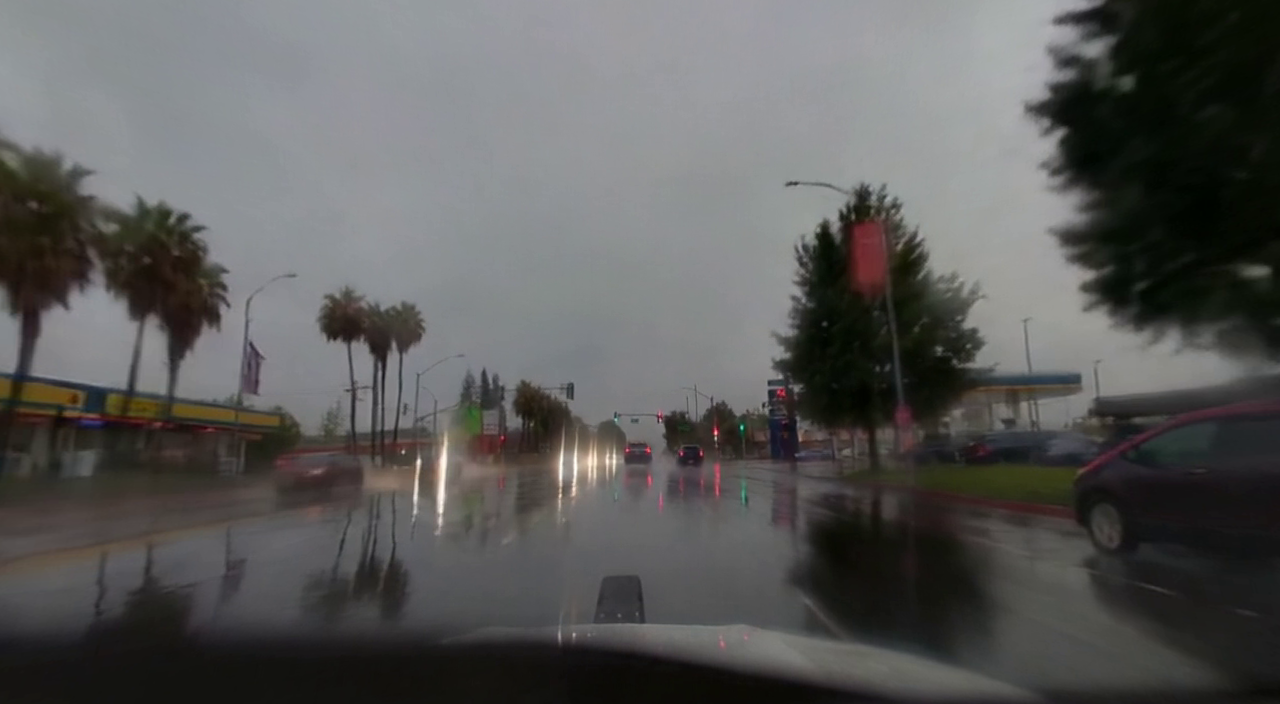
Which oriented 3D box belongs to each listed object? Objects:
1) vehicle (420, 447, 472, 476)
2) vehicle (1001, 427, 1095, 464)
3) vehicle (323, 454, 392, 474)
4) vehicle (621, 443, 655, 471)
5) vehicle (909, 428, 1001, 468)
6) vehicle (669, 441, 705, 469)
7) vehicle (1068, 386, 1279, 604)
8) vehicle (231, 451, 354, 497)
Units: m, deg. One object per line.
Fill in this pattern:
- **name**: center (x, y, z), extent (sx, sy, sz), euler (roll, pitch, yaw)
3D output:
- **vehicle**: center (-13.137, 7.420, 43.122), extent (2.111, 1.791, 4.542), euler (0, -9, 0)
- **vehicle**: center (21.085, 4.875, 32.946), extent (1.932, 1.729, 4.354), euler (-1, -9, 0)
- **vehicle**: center (-21.881, 8.690, 49.075), extent (4.469, 1.459, 1.972), euler (-2, -9, 12)
- **vehicle**: center (-0.113, 6.896, 41.771), extent (2.177, 1.754, 3.815), euler (0, -9, 0)
- **vehicle**: center (16.033, 4.916, 32.496), extent (2.144, 1.816, 4.688), euler (-1, -8, -2)
- **vehicle**: center (3.308, 7.399, 45.587), extent (2.190, 1.913, 5.174), euler (0, -9, 0)
- **vehicle**: center (6.420, 1.202, 5.348), extent (2.066, 1.807, 4.893), euler (0, -9, -1)
- **vehicle**: center (-13.034, 4.566, 24.151), extent (1.974, 1.557, 4.790), euler (0, -9, 0)
